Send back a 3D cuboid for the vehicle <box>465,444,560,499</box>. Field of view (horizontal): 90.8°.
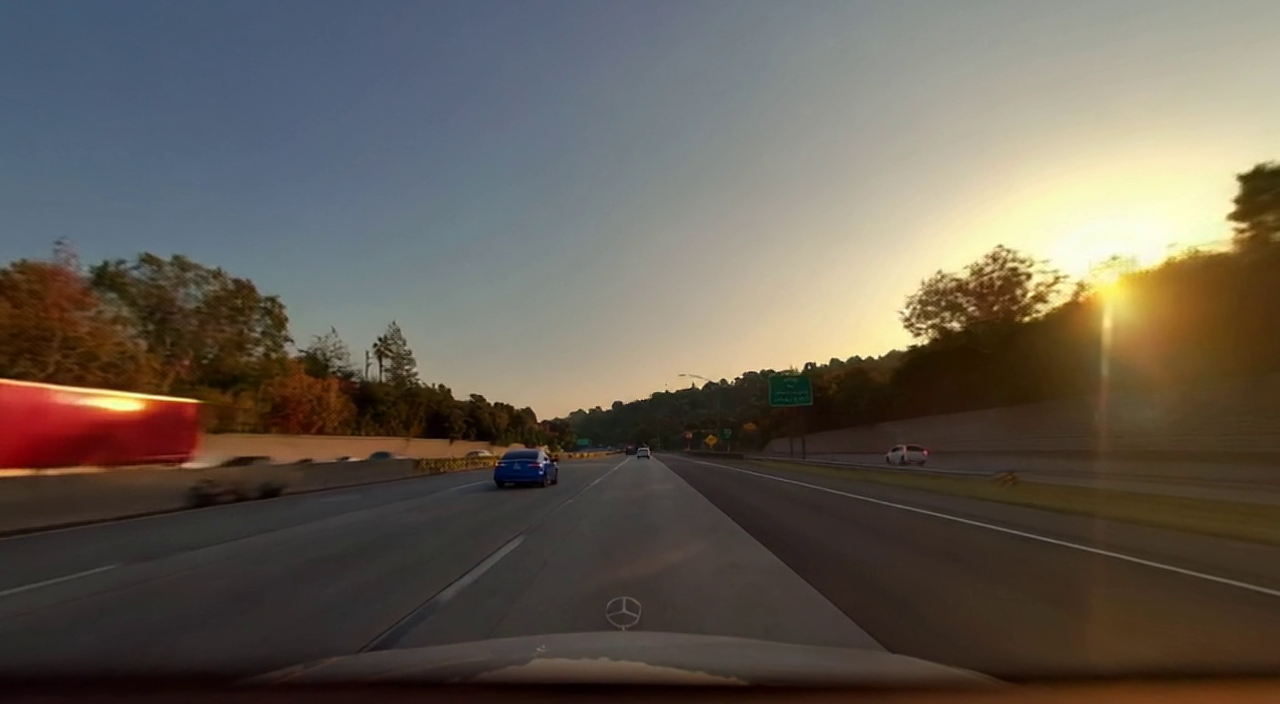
[{"bbox_3d":[-3.673,3.541,19.057,1.873,1.438,4.546,0,-9,1],"label":"vehicle"}]

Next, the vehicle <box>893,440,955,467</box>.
[{"bbox_3d":[18.501,6.660,41.333,1.925,1.648,4.367,0,-9,-1],"label":"vehicle"}]

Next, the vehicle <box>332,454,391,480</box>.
[{"bbox_3d":[-16.387,6.757,37.321,1.783,1.422,3.745,0,-9,0],"label":"vehicle"}]

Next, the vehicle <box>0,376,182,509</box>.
[{"bbox_3d":[-20.491,2.859,19.789,3.002,3.888,12.377,0,-9,0],"label":"vehicle"}]
